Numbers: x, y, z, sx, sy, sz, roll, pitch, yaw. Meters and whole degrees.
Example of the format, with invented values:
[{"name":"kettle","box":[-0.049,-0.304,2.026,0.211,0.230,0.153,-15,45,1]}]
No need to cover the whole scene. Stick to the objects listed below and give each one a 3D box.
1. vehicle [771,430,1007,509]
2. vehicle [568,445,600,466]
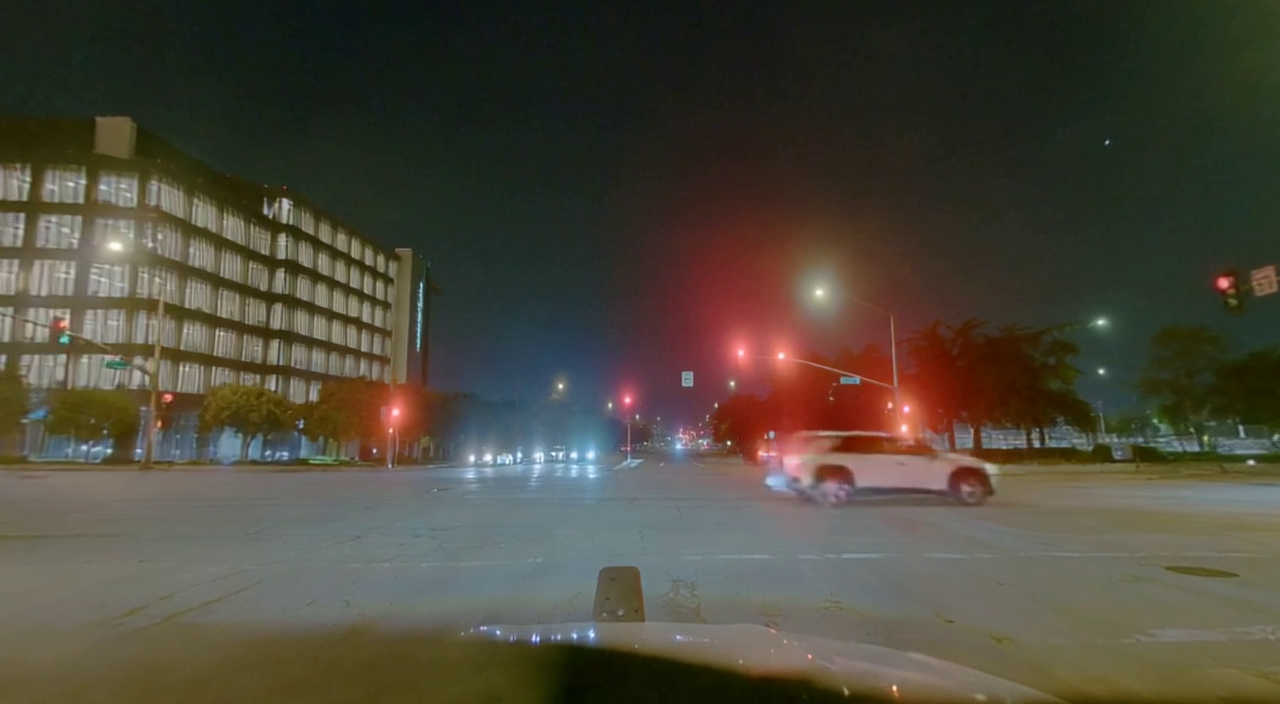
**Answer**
[{"name":"vehicle","box":[5.877,2.783,15.292,4.853,1.719,1.986,1,-8,-6]},{"name":"vehicle","box":[-4.363,8.126,49.743,2.130,1.613,4.121,0,-8,0]}]
